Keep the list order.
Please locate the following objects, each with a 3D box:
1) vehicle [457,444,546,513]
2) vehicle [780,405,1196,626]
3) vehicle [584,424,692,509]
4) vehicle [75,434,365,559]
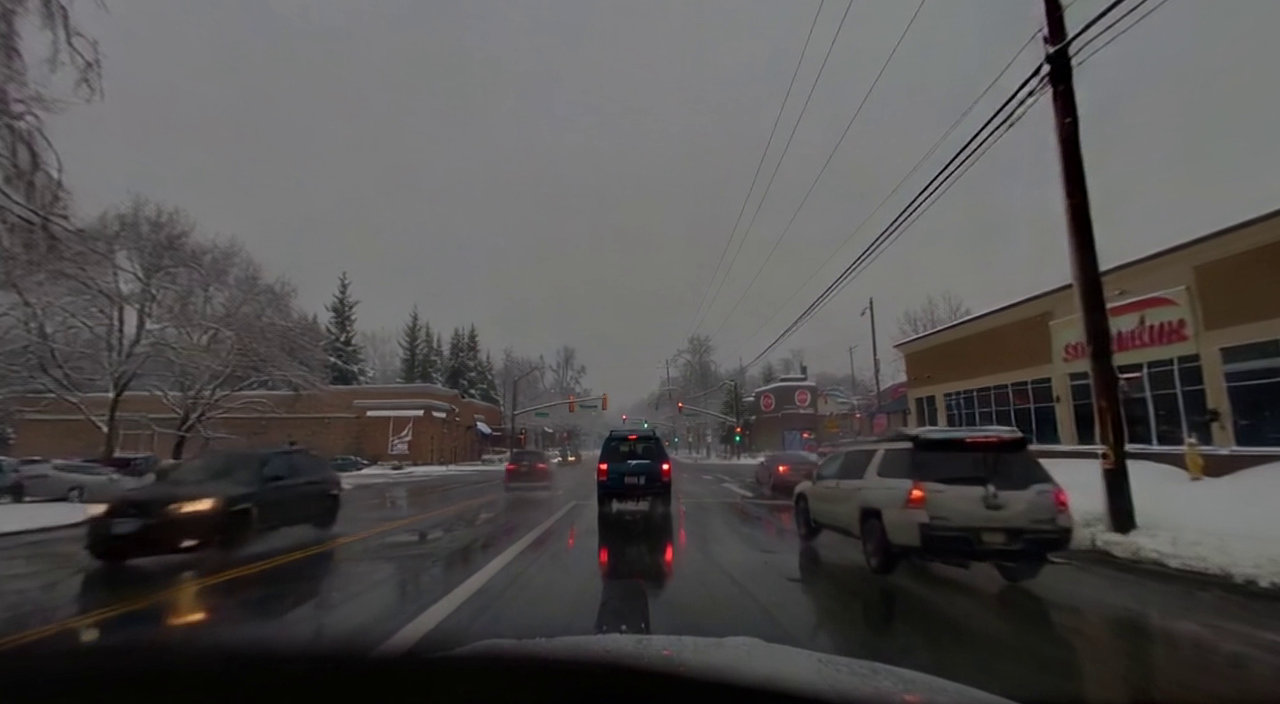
[{"bbox_3d":[-3.638,3.262,16.912,1.975,1.570,4.456,1,-8,-11],"label":"vehicle"},{"bbox_3d":[3.363,1.665,7.527,2.276,1.787,4.630,0,-8,0],"label":"vehicle"},{"bbox_3d":[-0.076,3.207,18.215,2.638,2.065,5.313,0,-8,0],"label":"vehicle"},{"bbox_3d":[-6.938,2.371,11.207,2.121,1.746,4.402,0,-8,0],"label":"vehicle"}]
